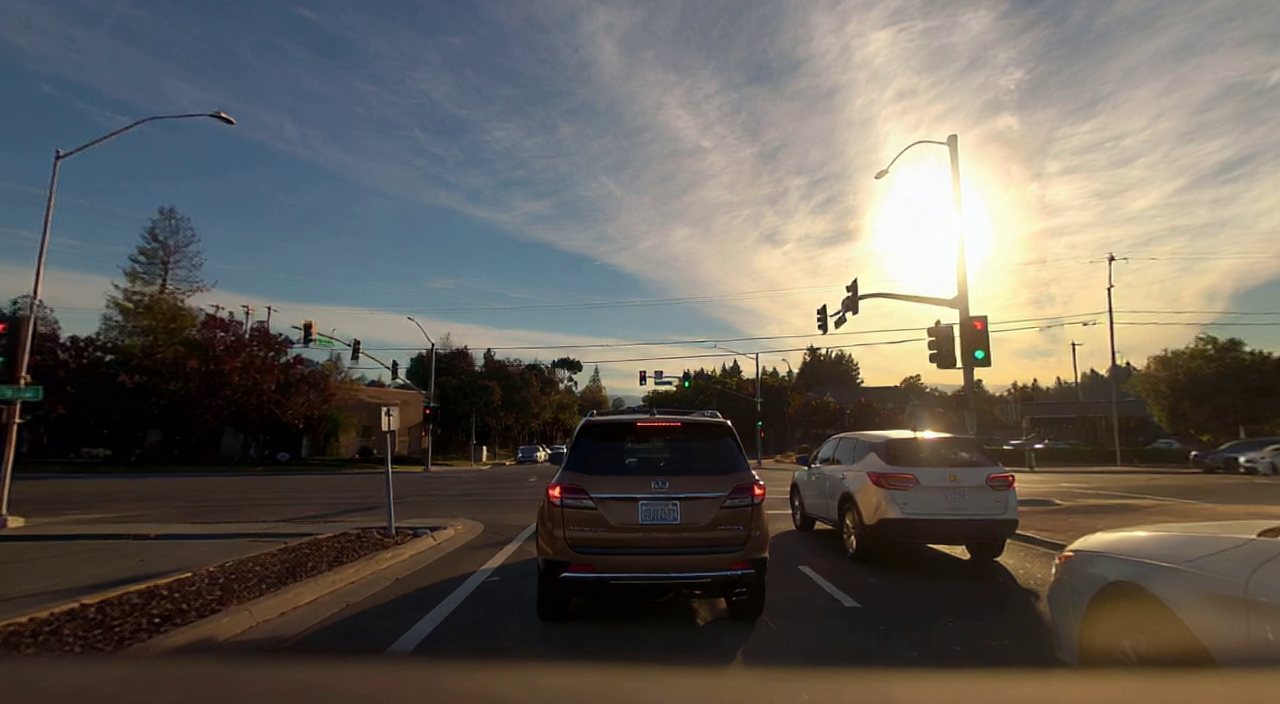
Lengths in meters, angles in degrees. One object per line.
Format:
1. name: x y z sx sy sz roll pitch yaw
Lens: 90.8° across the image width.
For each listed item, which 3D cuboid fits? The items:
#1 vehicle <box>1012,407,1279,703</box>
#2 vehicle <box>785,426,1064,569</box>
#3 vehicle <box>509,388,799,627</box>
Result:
1. vehicle: 3.155 0.820 1.432 1.924 1.466 4.461 0 -8 1
2. vehicle: 3.517 1.860 8.870 1.861 1.495 4.215 0 -8 -1
3. vehicle: 0.096 1.497 7.069 2.170 1.793 4.468 0 -8 0
